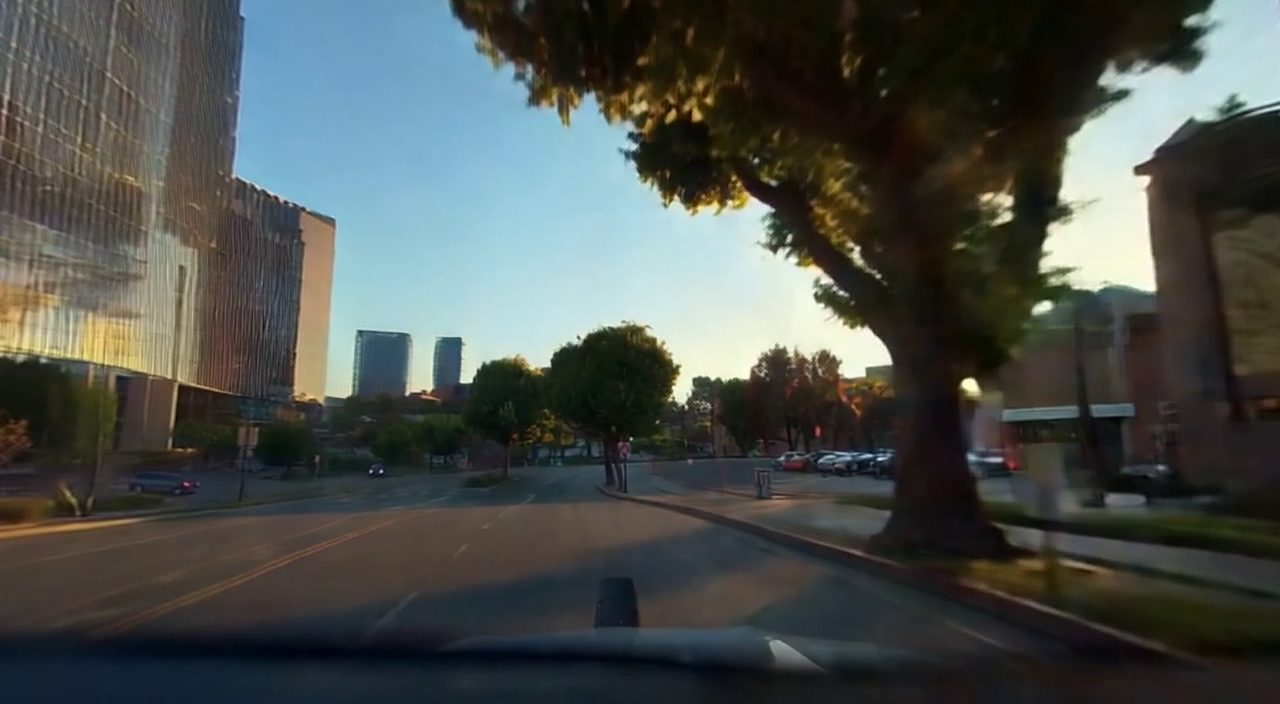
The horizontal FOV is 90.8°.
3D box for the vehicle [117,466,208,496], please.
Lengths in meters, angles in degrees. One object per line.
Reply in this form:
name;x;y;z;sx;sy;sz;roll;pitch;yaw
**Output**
vehicle;-31.010;8.338;41.068;4.473;1.778;2.125;-2;-9;10
